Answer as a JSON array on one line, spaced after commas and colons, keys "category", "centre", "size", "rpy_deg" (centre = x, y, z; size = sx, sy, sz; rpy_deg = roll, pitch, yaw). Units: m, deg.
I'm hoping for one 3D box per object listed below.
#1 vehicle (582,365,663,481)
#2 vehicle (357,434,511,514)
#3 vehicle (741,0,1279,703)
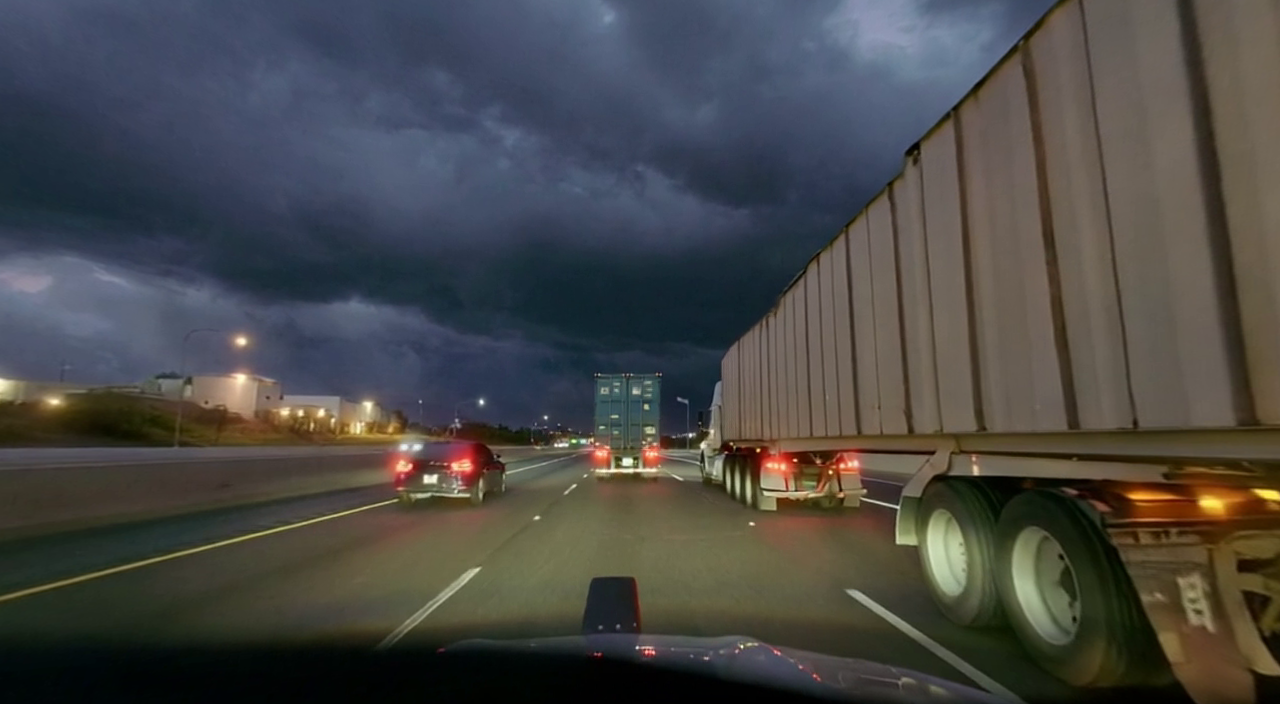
[{"category": "vehicle", "centre": [-0.579, 3.400, 28.543], "size": [2.841, 4.071, 12.046], "rpy_deg": [-1, -9, 1]}, {"category": "vehicle", "centre": [-4.346, 2.637, 14.239], "size": [1.994, 1.471, 4.591], "rpy_deg": [0, -9, -1]}, {"category": "vehicle", "centre": [3.745, 0.387, 7.670], "size": [2.803, 4.072, 12.744], "rpy_deg": [0, -8, -1]}]
